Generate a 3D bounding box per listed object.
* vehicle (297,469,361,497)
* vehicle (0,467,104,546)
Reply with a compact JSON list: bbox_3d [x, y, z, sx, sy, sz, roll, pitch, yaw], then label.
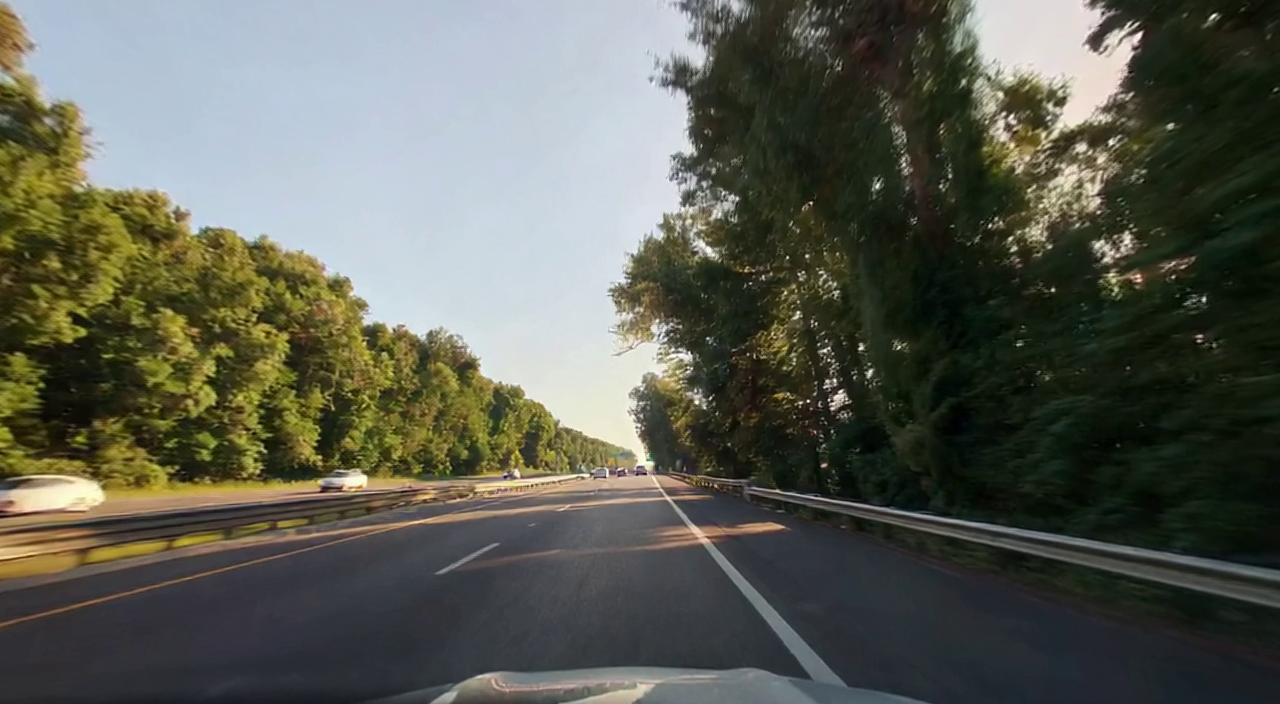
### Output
[{"bbox_3d":[-17.389,7.335,35.428,1.706,1.438,3.555,1,-10,0],"label":"vehicle"},{"bbox_3d":[-13.039,2.949,12.102,1.889,1.450,4.008,1,-10,0],"label":"vehicle"}]
